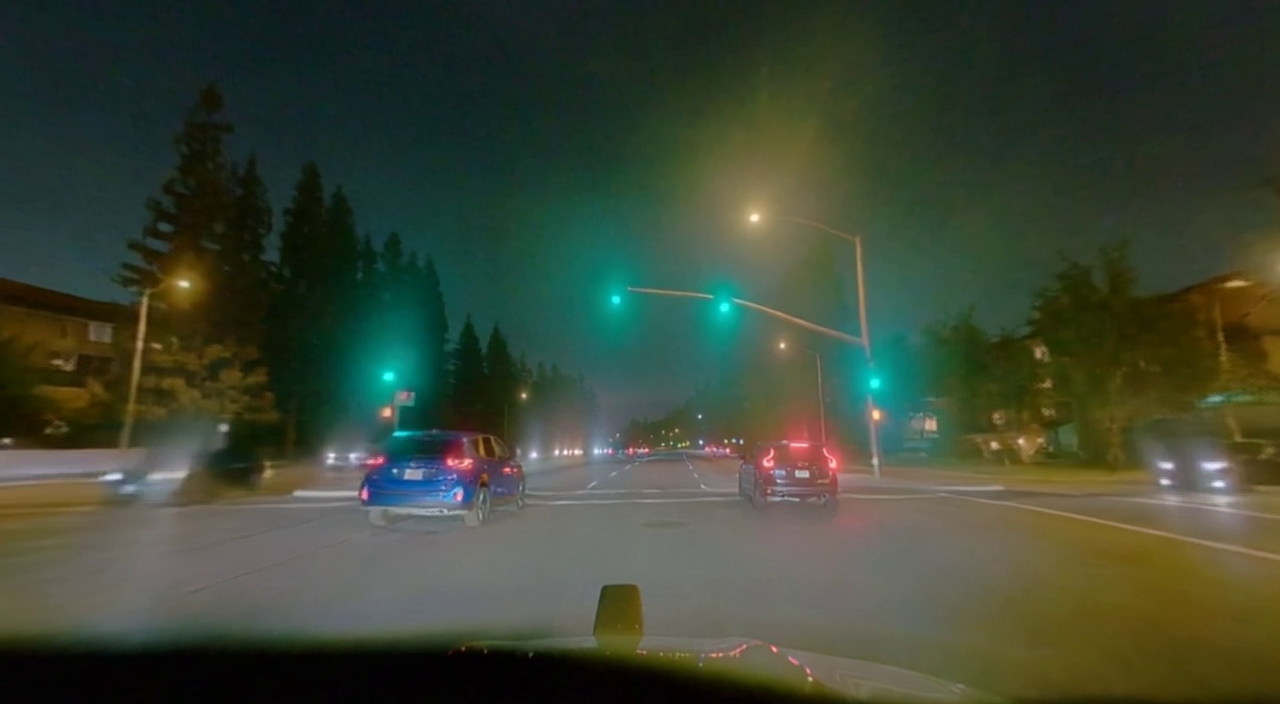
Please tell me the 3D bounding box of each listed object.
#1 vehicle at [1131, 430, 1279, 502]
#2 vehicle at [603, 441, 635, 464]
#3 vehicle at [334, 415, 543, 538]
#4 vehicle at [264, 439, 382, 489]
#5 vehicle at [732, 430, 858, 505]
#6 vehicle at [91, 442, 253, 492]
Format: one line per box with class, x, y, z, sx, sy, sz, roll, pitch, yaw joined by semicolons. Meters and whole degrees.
vehicle;16.051;2.949;16.857;4.922;1.630;2.094;1;-8;-18
vehicle;-1.501;7.305;46.217;1.988;1.569;4.202;-1;-8;3
vehicle;-3.155;2.059;11.117;2.045;1.688;4.632;-1;-8;2
vehicle;-11.434;4.022;23.212;2.006;1.492;4.672;-3;-8;-1
vehicle;3.803;2.910;16.453;2.132;1.659;4.387;0;-8;0
vehicle;-15.473;3.792;21.279;1.906;1.457;4.559;-1;-8;1
